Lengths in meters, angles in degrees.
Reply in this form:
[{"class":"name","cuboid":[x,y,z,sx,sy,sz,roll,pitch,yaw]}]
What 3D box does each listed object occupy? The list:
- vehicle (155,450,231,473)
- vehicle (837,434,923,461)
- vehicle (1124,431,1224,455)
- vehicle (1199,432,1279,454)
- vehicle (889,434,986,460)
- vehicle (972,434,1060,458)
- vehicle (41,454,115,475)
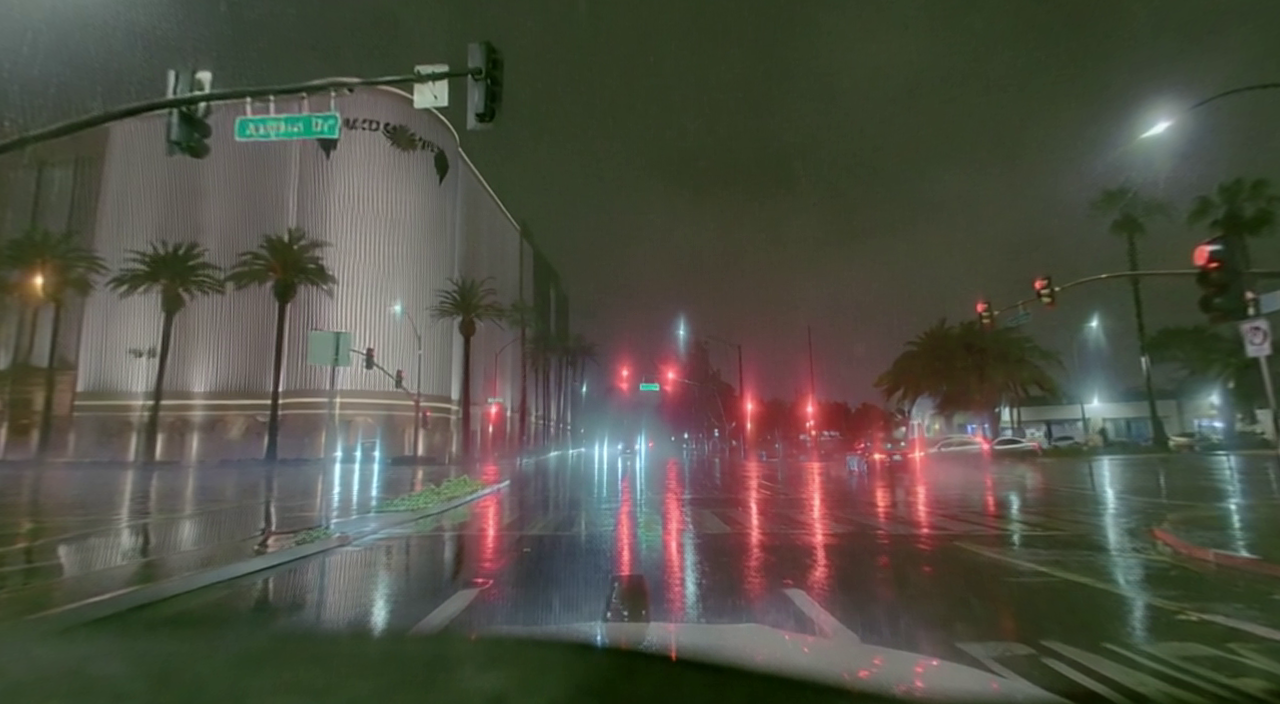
[{"class":"vehicle","cuboid":[-32.815,8.031,46.321,4.136,1.661,1.857,0,-8,1]},{"class":"vehicle","cuboid":[15.270,6.095,40.248,4.648,1.665,1.910,0,-8,0]},{"class":"vehicle","cuboid":[33.436,5.693,39.538,4.567,1.458,1.791,0,-8,2]},{"class":"vehicle","cuboid":[42.365,6.413,44.235,4.437,1.469,1.811,0,-8,0]},{"class":"vehicle","cuboid":[17.164,5.517,36.525,4.684,1.461,1.777,0,-8,-1]},{"class":"vehicle","cuboid":[23.784,5.993,39.983,4.423,1.465,1.798,0,-8,1]},{"class":"vehicle","cuboid":[-41.317,8.248,46.389,3.698,1.467,1.779,0,-8,1]}]
